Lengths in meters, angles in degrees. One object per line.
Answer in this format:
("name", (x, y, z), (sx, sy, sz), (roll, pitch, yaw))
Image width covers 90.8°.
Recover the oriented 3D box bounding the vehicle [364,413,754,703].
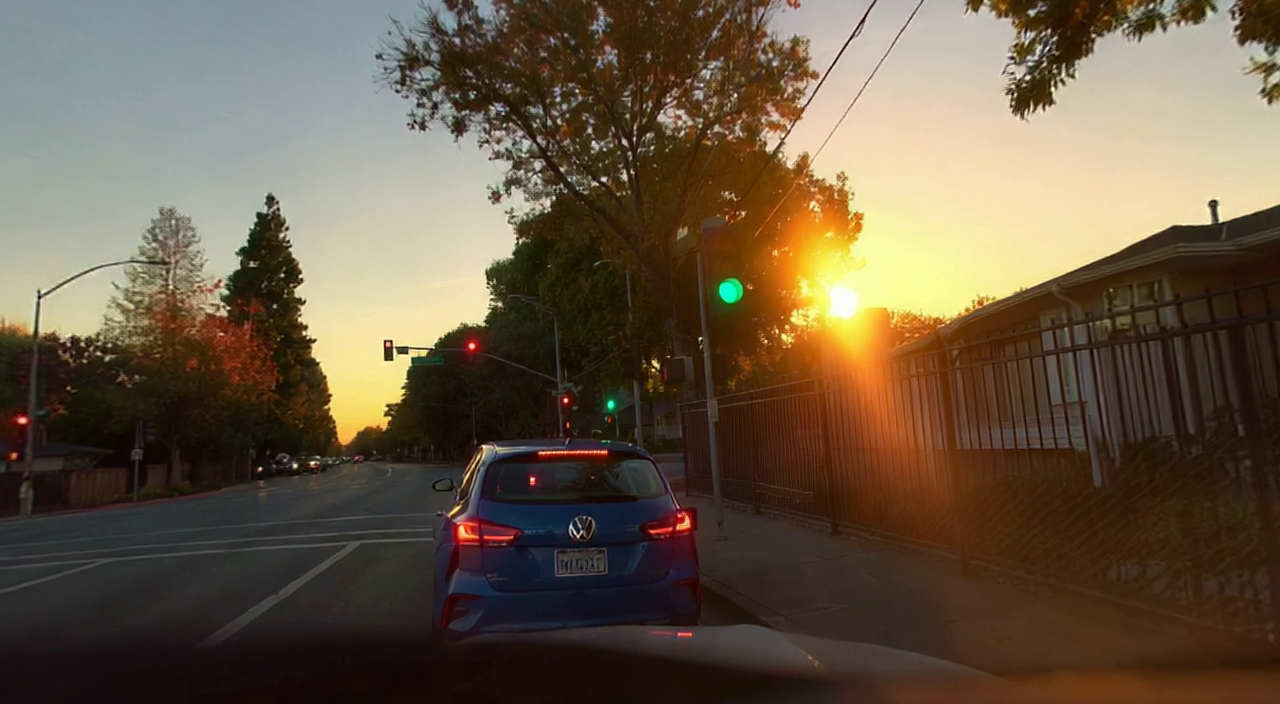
("vehicle", (-0.671, 1.361, 5.221), (2.024, 1.502, 3.702), (1, -9, -9))
